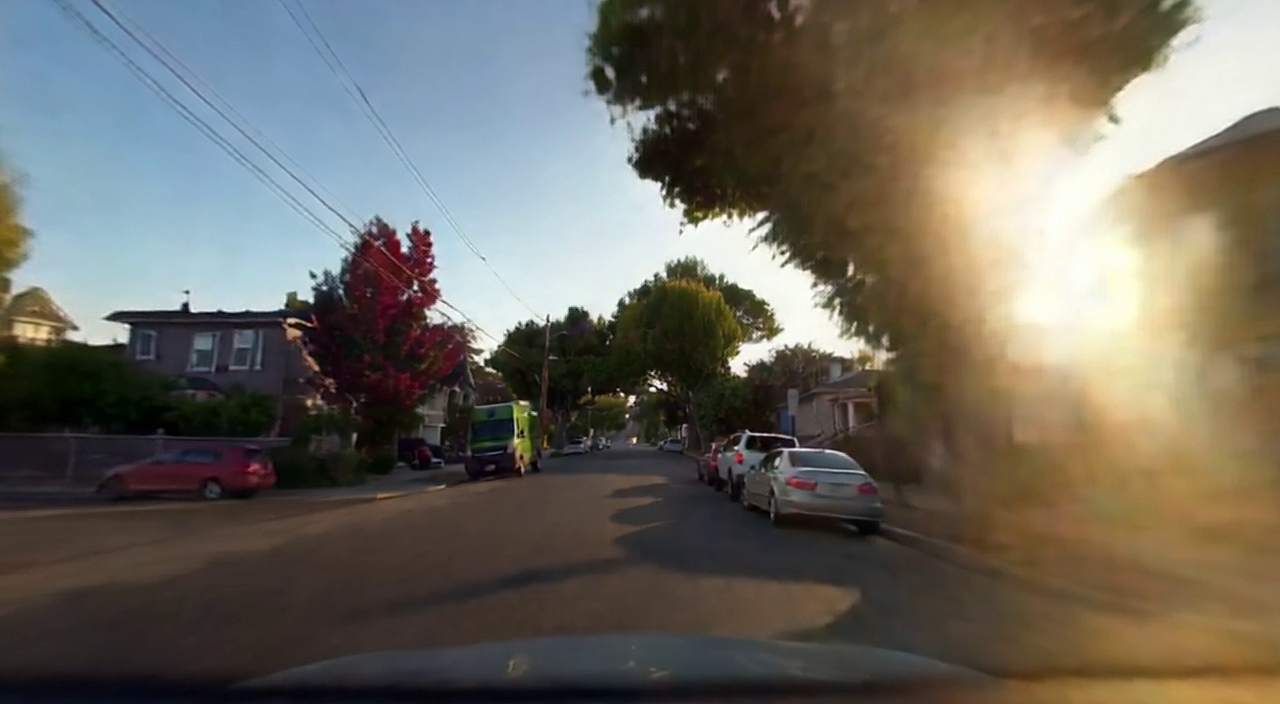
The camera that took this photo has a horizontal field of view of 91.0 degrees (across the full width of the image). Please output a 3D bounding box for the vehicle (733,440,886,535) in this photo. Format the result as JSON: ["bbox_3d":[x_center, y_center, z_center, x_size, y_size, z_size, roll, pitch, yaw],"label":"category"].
[{"bbox_3d":[3.357,2.731,13.532,2.010,1.661,4.615,0,-8,0],"label":"vehicle"}]

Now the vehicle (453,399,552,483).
[{"bbox_3d":[-6.569,4.313,31.371,3.115,3.562,7.695,-2,-7,0],"label":"vehicle"}]

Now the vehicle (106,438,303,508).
[{"bbox_3d":[-13.243,3.782,19.468,4.341,1.728,2.161,-2,-16,-5],"label":"vehicle"}]
